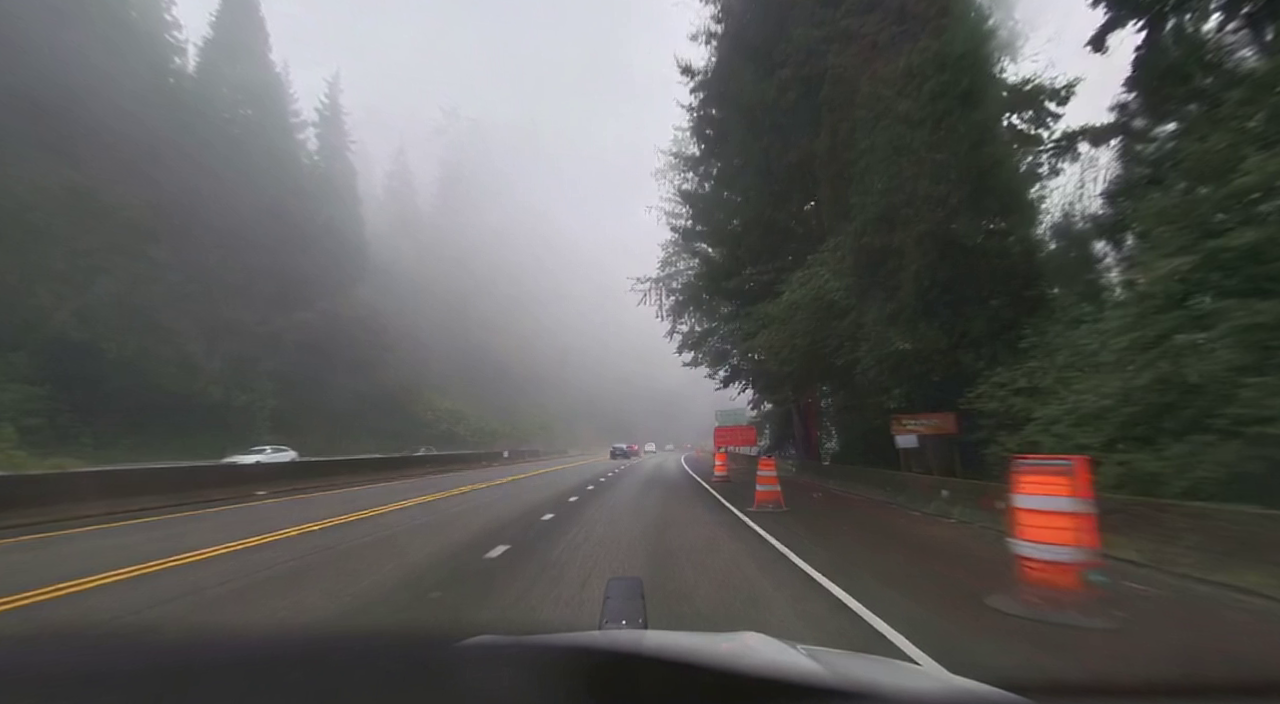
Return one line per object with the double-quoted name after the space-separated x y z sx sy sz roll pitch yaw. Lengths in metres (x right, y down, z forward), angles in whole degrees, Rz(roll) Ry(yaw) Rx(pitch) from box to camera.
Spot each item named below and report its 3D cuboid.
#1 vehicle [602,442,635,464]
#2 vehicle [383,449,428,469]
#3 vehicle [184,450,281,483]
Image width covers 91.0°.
-1.479 7.131 44.502 2.118 1.475 4.263 0 -8 1 "vehicle"
-18.030 8.197 48.497 1.884 1.459 3.767 0 -8 2 "vehicle"
-19.606 5.498 30.528 1.856 1.473 4.055 0 -8 2 "vehicle"
